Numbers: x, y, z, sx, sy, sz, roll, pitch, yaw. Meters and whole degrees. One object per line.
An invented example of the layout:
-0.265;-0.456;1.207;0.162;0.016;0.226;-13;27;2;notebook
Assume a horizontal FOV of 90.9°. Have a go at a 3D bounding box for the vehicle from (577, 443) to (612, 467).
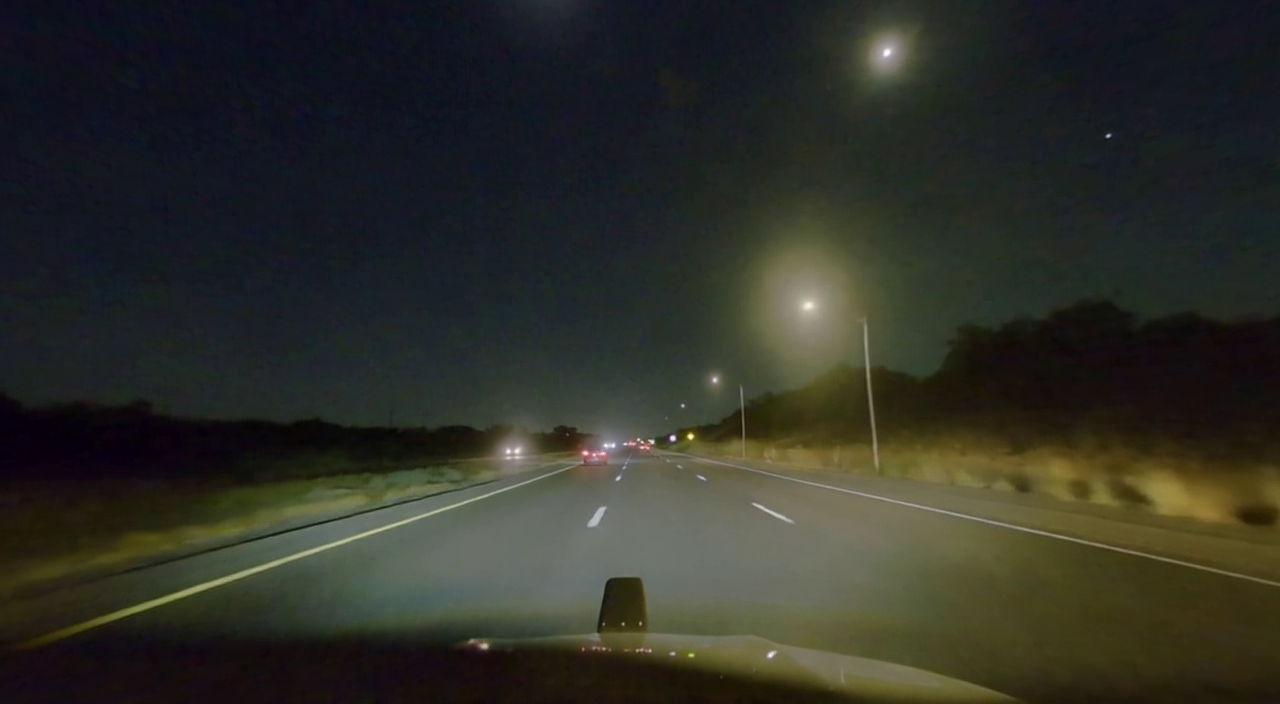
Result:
-2.882;6.640;40.841;1.991;1.475;4.302;0;-8;0;vehicle
